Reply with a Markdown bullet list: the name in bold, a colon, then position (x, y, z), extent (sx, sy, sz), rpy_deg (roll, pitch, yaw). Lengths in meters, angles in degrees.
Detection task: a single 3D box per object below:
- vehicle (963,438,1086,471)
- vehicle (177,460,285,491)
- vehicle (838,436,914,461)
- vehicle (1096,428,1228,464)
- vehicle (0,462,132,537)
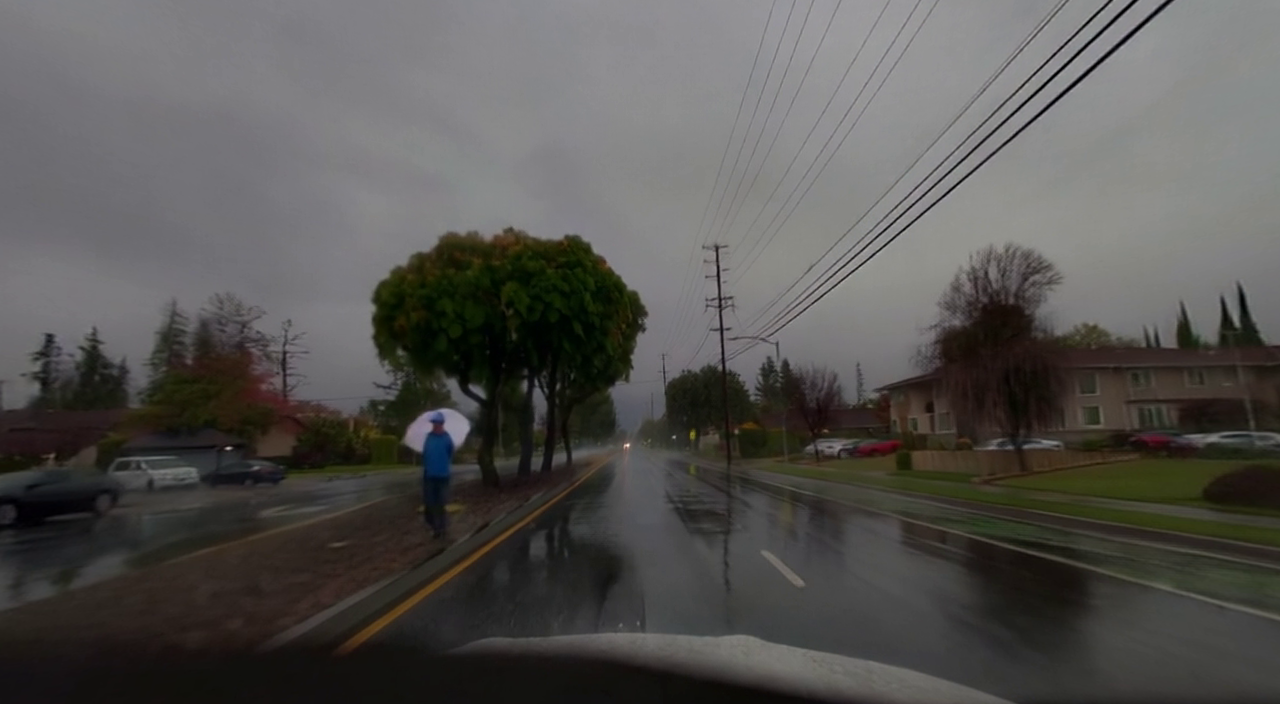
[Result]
- **vehicle**: position (17.494, 4.682, 28.920), extent (4.246, 1.427, 2.055), rpy_deg (0, -8, 0)
- **vehicle**: position (-21.863, 6.606, 33.985), extent (4.354, 1.450, 2.043), rpy_deg (0, -10, -11)
- **vehicle**: position (16.967, 6.967, 45.600), extent (4.560, 1.725, 2.096), rpy_deg (0, -8, -3)
- **vehicle**: position (31.280, 5.657, 38.121), extent (2.206, 1.971, 5.600), rpy_deg (3, -9, -21)
- **vehicle**: position (-15.428, 3.684, 15.906), extent (2.106, 1.517, 4.632), rpy_deg (-4, -8, -10)
